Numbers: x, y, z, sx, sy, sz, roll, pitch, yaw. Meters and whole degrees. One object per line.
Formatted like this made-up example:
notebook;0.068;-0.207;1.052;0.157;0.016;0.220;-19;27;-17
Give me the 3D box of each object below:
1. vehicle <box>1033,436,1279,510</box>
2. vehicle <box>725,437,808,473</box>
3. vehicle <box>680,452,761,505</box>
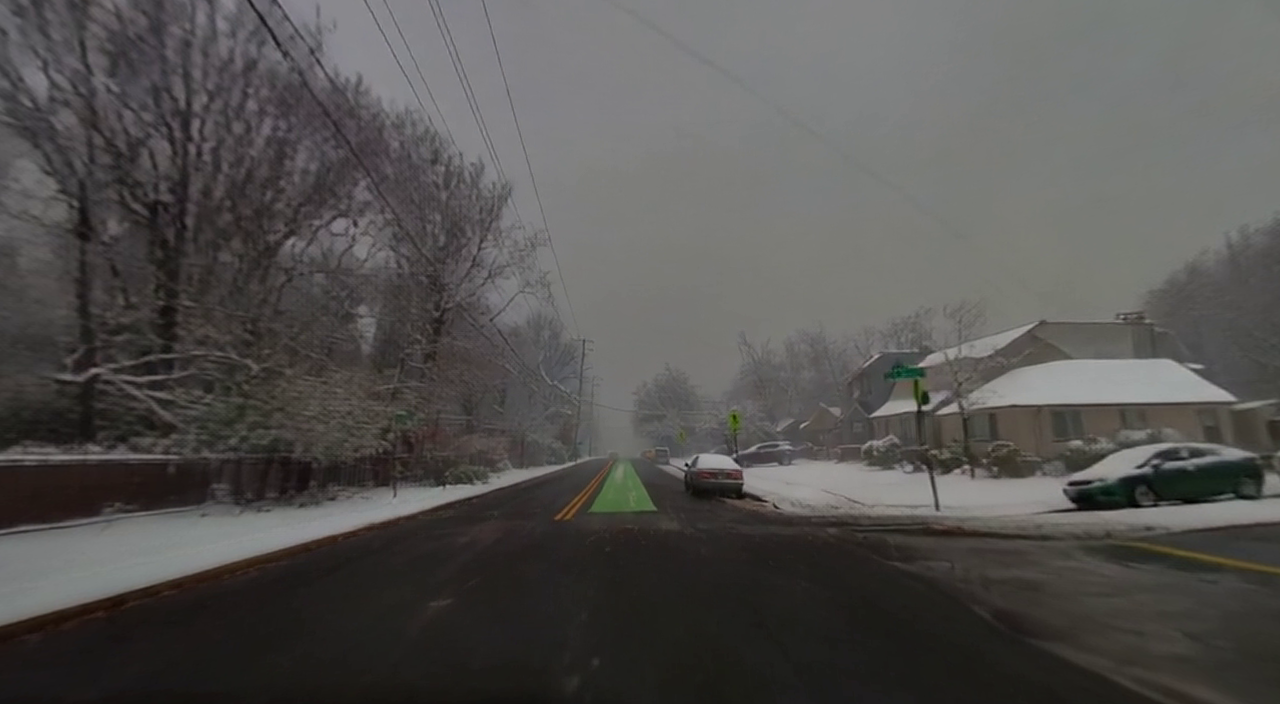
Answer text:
vehicle;11.856;2.716;14.108;4.809;1.494;1.940;0;-13;-2
vehicle;8.470;6.910;42.552;4.922;1.846;1.941;-6;-8;-6
vehicle;2.666;4.332;22.288;1.989;1.545;5.423;0;-8;-2
